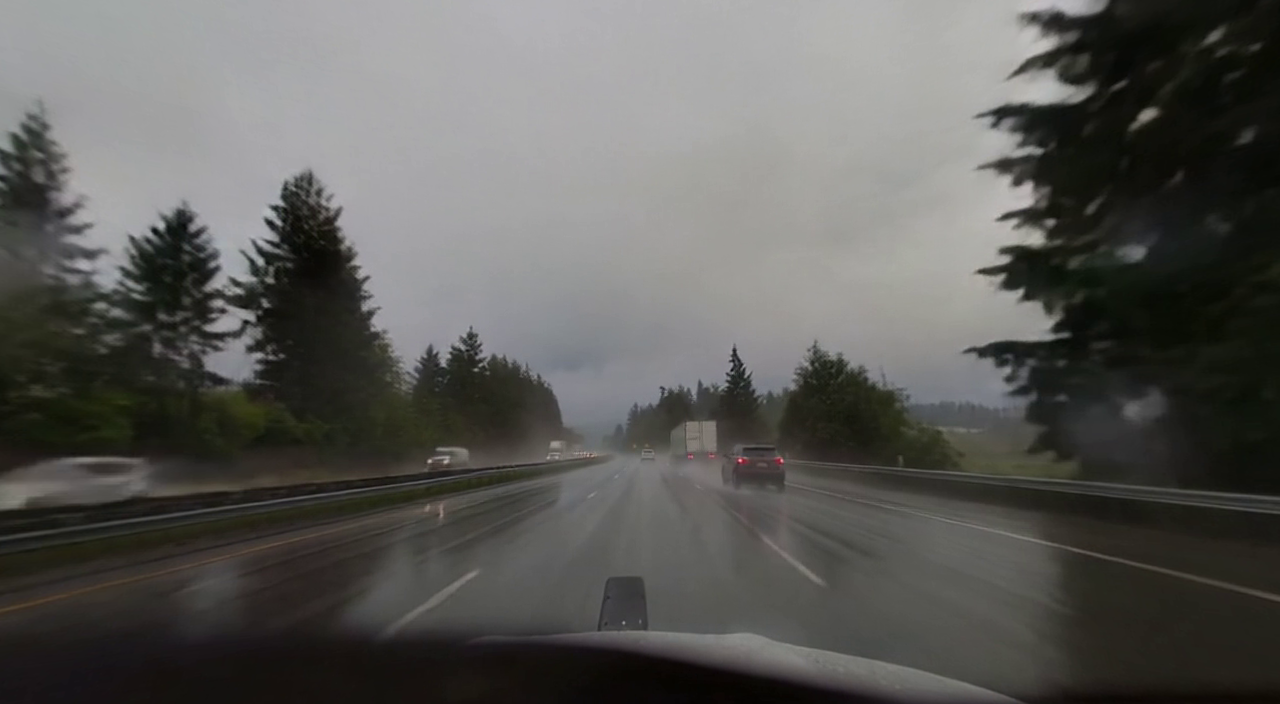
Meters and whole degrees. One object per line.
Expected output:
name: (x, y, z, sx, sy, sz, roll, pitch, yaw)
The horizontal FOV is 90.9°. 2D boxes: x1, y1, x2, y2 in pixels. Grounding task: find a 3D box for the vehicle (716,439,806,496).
vehicle: (3.832, 3.737, 20.747, 2.096, 1.653, 4.185, 0, -9, 0)
